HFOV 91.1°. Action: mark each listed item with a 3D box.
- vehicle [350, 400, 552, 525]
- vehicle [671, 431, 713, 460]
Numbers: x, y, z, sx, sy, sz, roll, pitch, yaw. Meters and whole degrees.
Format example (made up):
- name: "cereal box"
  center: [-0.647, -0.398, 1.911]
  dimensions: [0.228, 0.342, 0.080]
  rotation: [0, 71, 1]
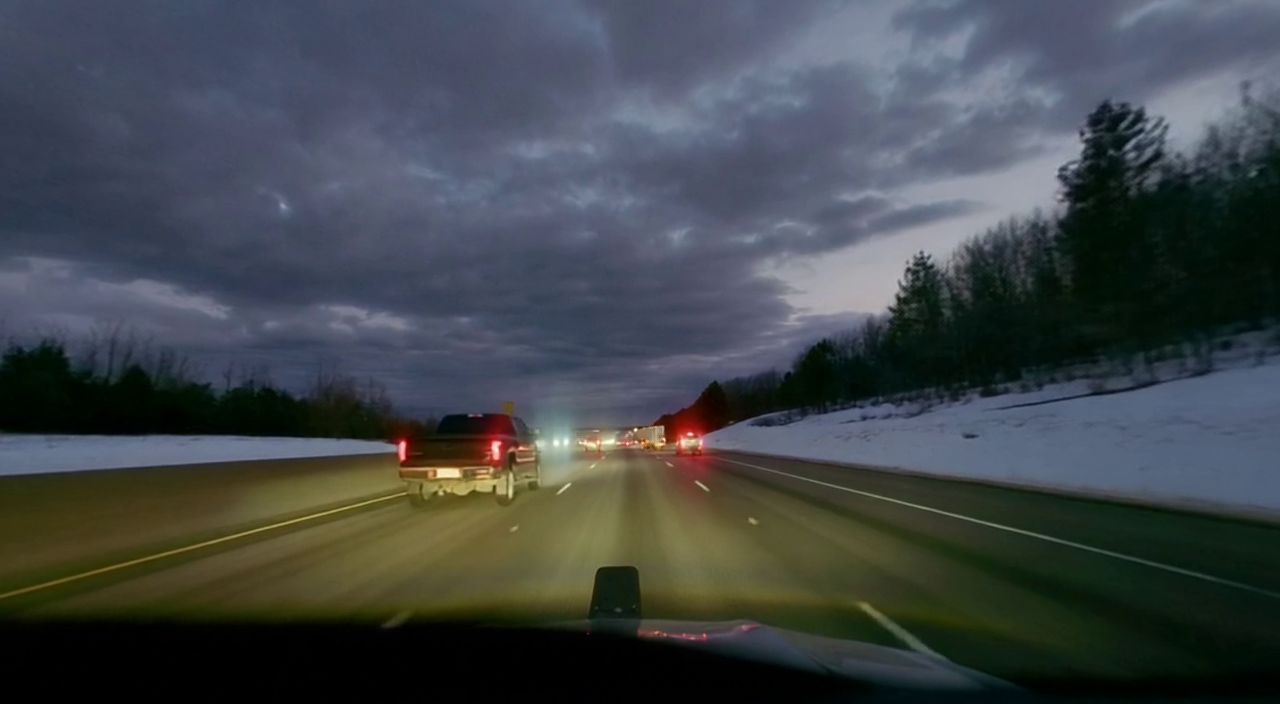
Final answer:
- name: "vehicle"
  center: [-3.043, 1.903, 11.402]
  dimensions: [2.185, 1.772, 4.656]
  rotation: [0, -8, 0]
- name: "vehicle"
  center: [3.165, 5.790, 39.085]
  dimensions: [2.124, 1.696, 4.173]
  rotation: [0, -8, -2]
